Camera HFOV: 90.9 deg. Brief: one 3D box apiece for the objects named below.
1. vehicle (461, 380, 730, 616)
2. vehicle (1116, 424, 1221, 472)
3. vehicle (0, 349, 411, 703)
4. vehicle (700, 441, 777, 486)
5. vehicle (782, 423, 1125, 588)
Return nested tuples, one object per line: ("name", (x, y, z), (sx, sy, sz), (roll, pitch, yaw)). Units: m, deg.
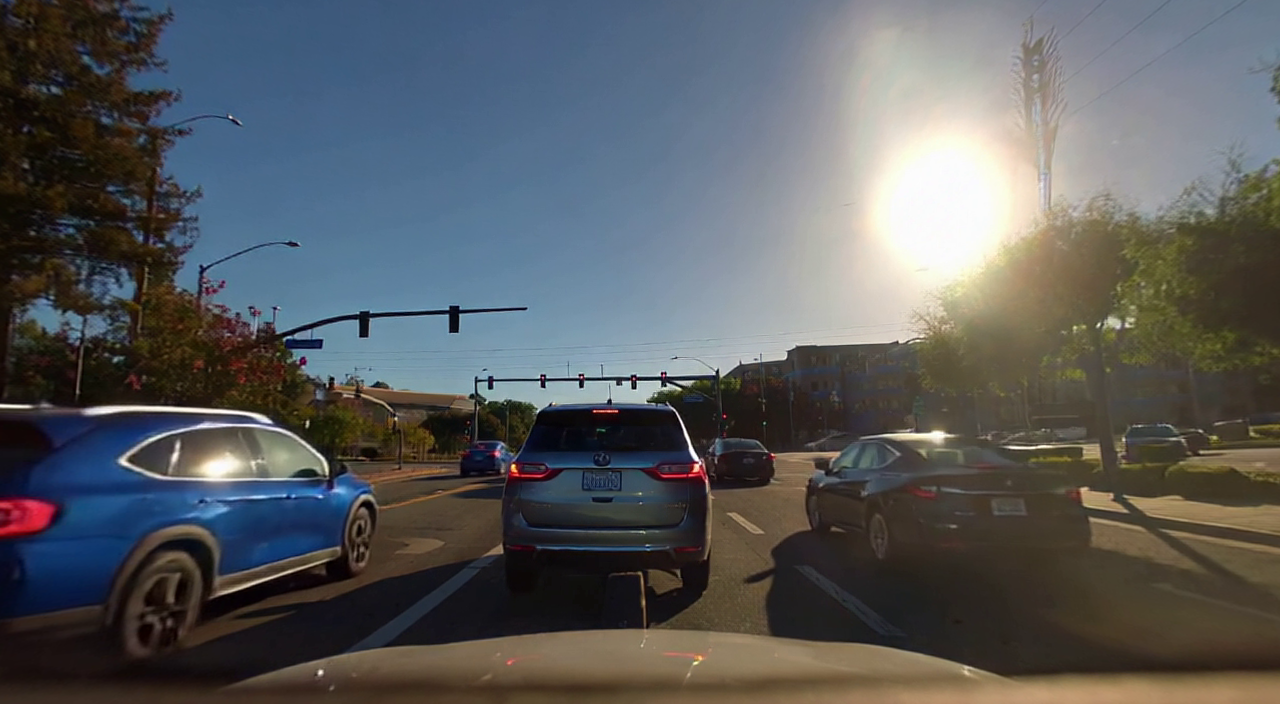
("vehicle", (-0.351, 1.438, 7.091), (2.064, 1.817, 4.298), (0, -8, 0))
("vehicle", (19.313, 3.504, 22.982), (4.215, 1.578, 1.892), (7, -11, -37))
("vehicle", (-3.707, 1.147, 4.845), (2.160, 1.666, 4.583), (0, -8, 0))
("vehicle", (3.366, 3.898, 22.385), (2.104, 1.441, 4.240), (0, -8, 1))
("vehicle", (3.353, 1.721, 7.934), (2.121, 1.494, 4.208), (0, -8, 0))
